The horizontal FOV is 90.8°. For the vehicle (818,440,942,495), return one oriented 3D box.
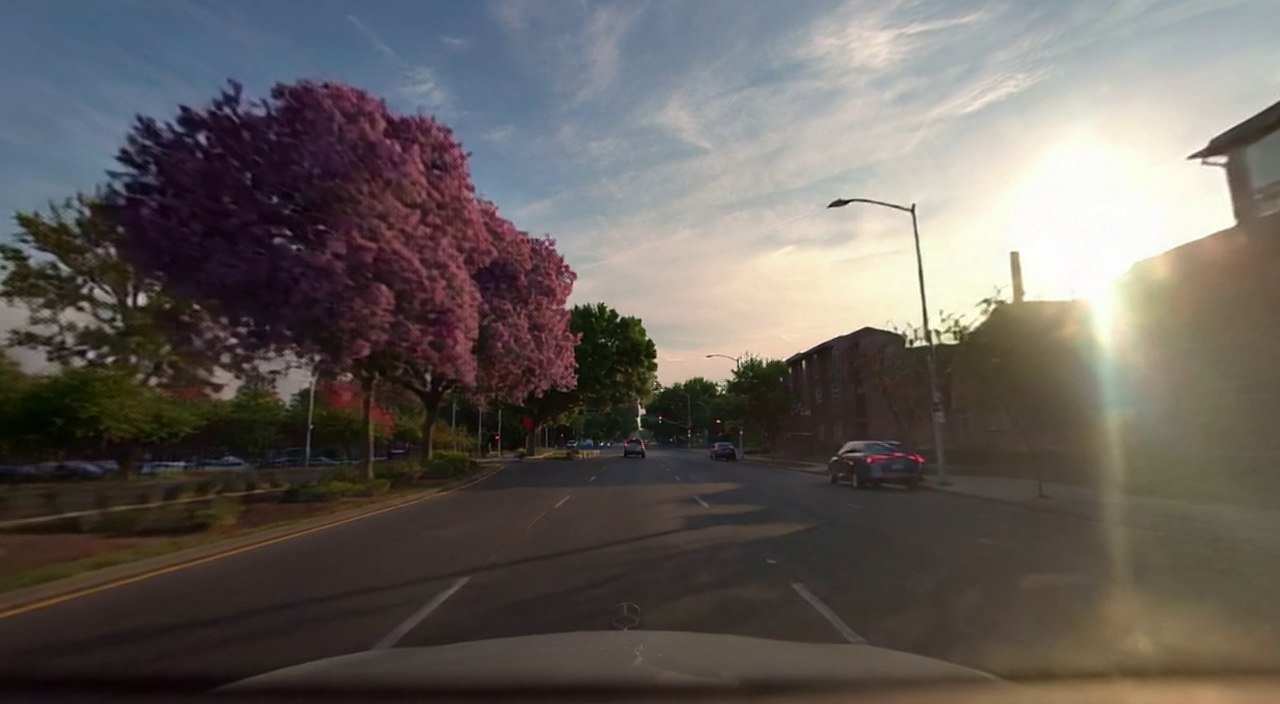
[{"bbox_3d":[7.004,3.401,19.017,2.032,1.449,4.413,0,-9,1],"label":"vehicle"}]
